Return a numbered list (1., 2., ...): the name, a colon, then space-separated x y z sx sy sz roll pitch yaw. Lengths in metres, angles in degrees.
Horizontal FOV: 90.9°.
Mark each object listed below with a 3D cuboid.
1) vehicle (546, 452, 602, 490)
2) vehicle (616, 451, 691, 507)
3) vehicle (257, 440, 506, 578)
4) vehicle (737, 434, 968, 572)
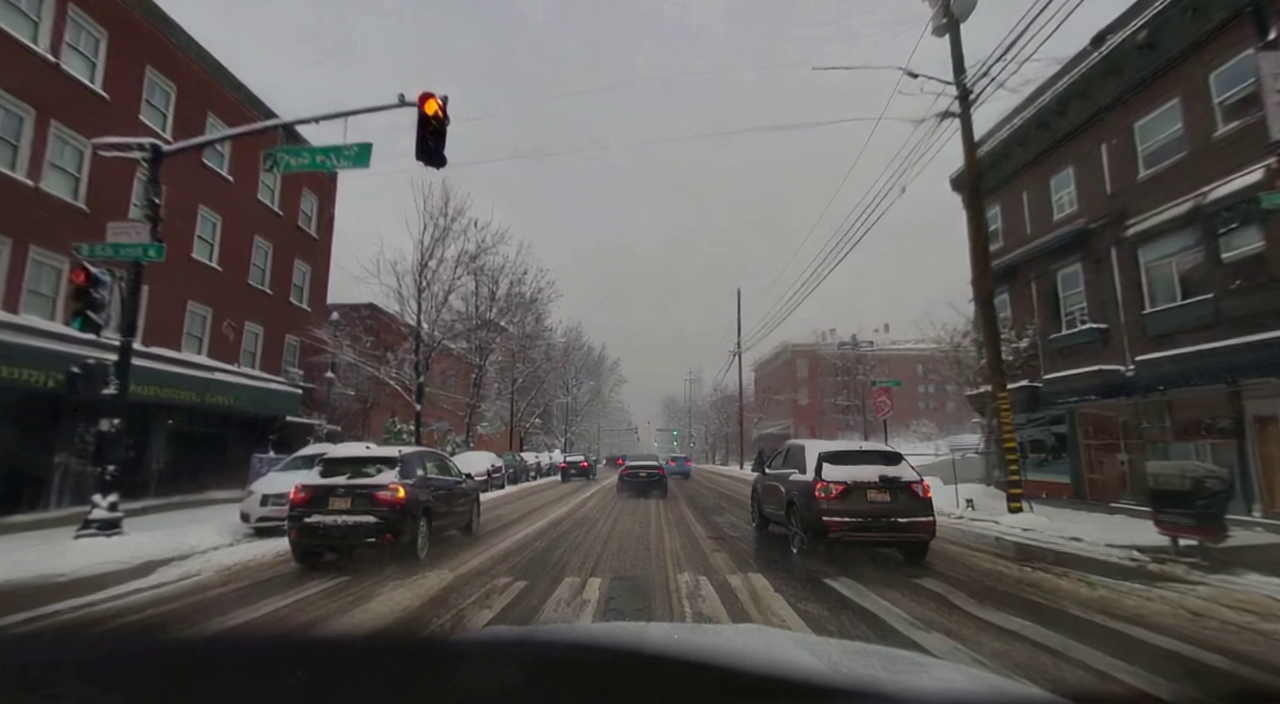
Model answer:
1. vehicle: -3.051 5.584 29.912 2.019 1.507 4.643 -1 -8 2
2. vehicle: 0.378 3.980 20.247 2.139 1.466 4.373 0 -8 0
3. vehicle: -3.531 2.163 9.614 2.085 1.619 3.976 0 -8 0
4. vehicle: 3.037 2.220 10.246 2.094 1.709 4.394 0 -8 -2
